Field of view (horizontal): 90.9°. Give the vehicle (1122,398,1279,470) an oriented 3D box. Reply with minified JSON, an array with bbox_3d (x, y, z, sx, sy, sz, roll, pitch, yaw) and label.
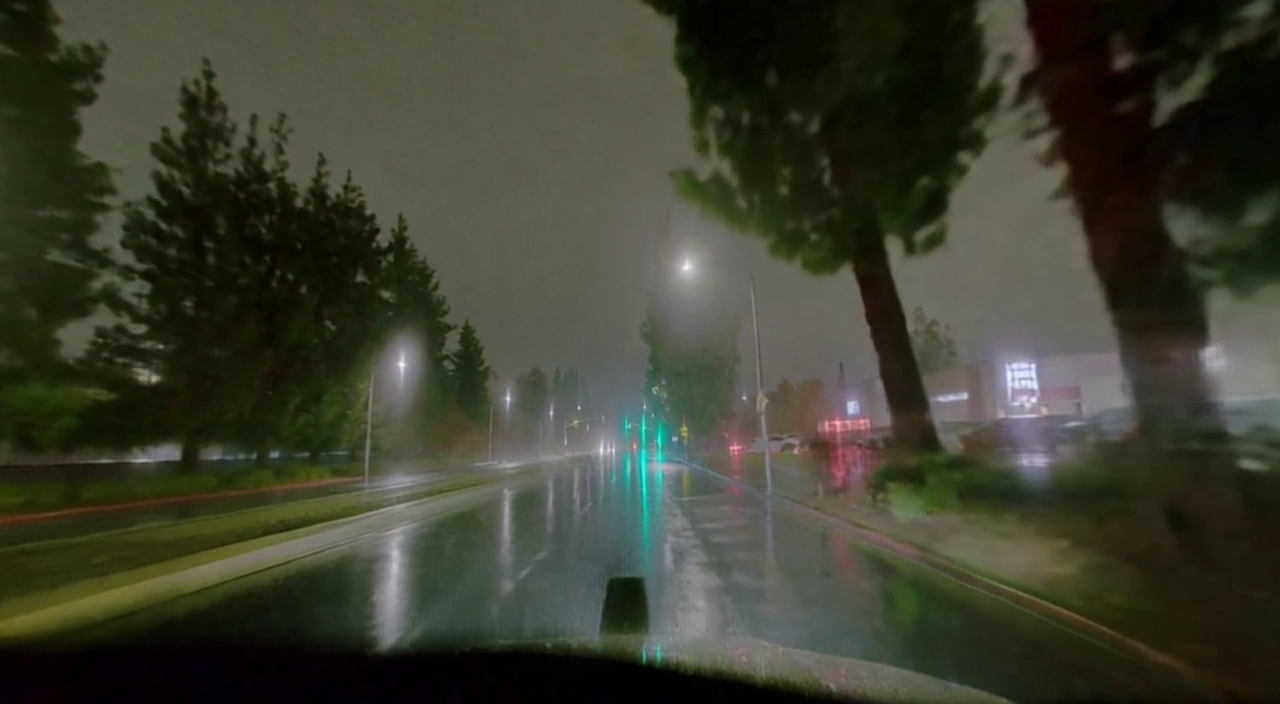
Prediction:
[{"bbox_3d":[14.640,1.974,15.317,4.387,1.532,1.930,-9,-11,34],"label":"vehicle"}]

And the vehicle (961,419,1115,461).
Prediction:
[{"bbox_3d":[14.927,3.379,23.901,4.631,1.384,1.906,-7,-11,31],"label":"vehicle"}]

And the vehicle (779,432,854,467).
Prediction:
[{"bbox_3d":[8.159,4.580,29.658,2.056,1.449,4.679,-1,-9,-1],"label":"vehicle"}]

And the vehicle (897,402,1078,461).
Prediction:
[{"bbox_3d":[14.770,3.505,27.081,6.247,2.094,2.436,-10,-13,39],"label":"vehicle"}]
